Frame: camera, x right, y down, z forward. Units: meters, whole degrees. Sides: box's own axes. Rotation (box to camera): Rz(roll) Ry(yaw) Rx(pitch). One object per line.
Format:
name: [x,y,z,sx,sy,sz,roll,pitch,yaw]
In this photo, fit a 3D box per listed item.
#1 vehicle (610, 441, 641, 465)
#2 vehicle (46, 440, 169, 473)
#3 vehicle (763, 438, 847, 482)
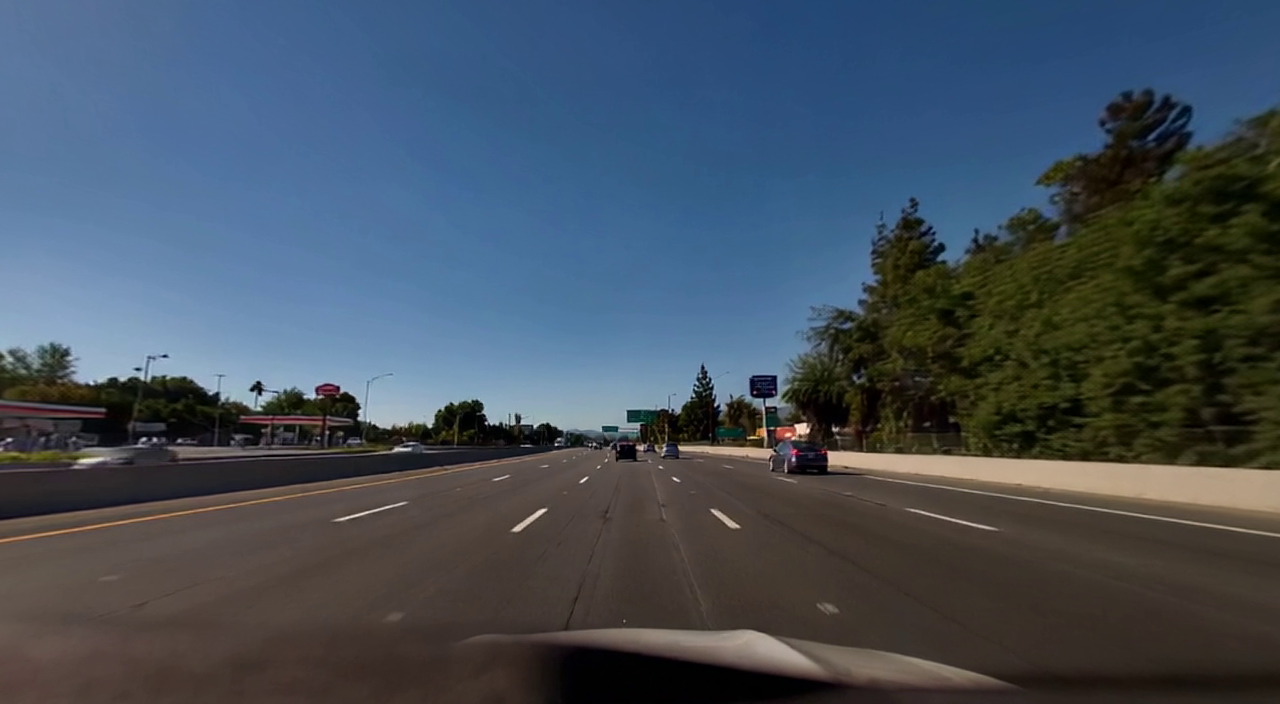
vehicle: [-1.014,6.794,42.593,1.999,1.473,4.351,0,-8,-2]
vehicle: [-26.317,5.155,31.445,1.913,1.521,4.912,0,-8,-1]
vehicle: [5.886,3.888,23.041,1.867,1.463,4.295,0,-8,-1]
